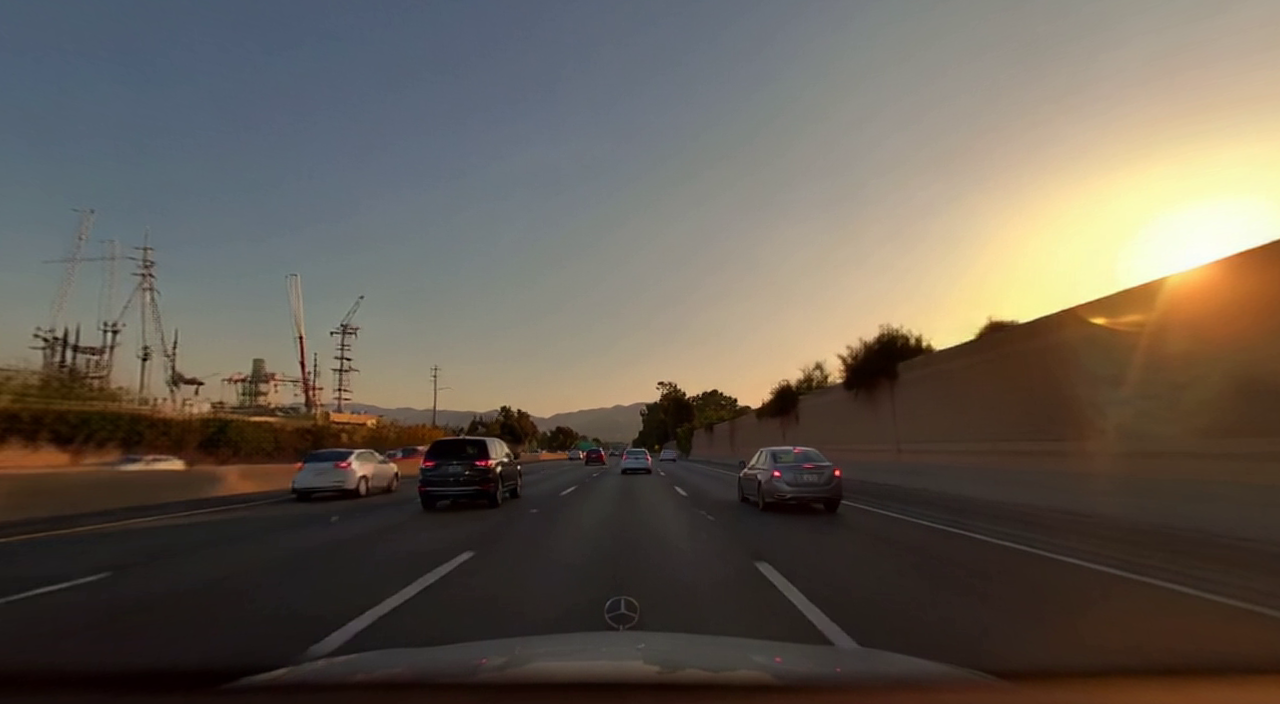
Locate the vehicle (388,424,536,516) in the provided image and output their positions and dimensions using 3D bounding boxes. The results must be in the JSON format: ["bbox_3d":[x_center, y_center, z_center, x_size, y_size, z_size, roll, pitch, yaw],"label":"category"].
[{"bbox_3d":[-3.852,2.644,14.629,2.121,1.775,4.335,0,-9,0],"label":"vehicle"}]

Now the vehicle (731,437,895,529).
[{"bbox_3d":[3.223,2.527,12.845,1.917,1.507,4.540,0,-9,-2],"label":"vehicle"}]

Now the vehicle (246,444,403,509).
[{"bbox_3d":[-8.099,3.199,16.778,1.908,1.476,4.342,0,-9,0],"label":"vehicle"}]

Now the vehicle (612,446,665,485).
[{"bbox_3d":[-0.082,4.666,26.325,2.045,1.452,4.040,0,-9,-1],"label":"vehicle"}]
